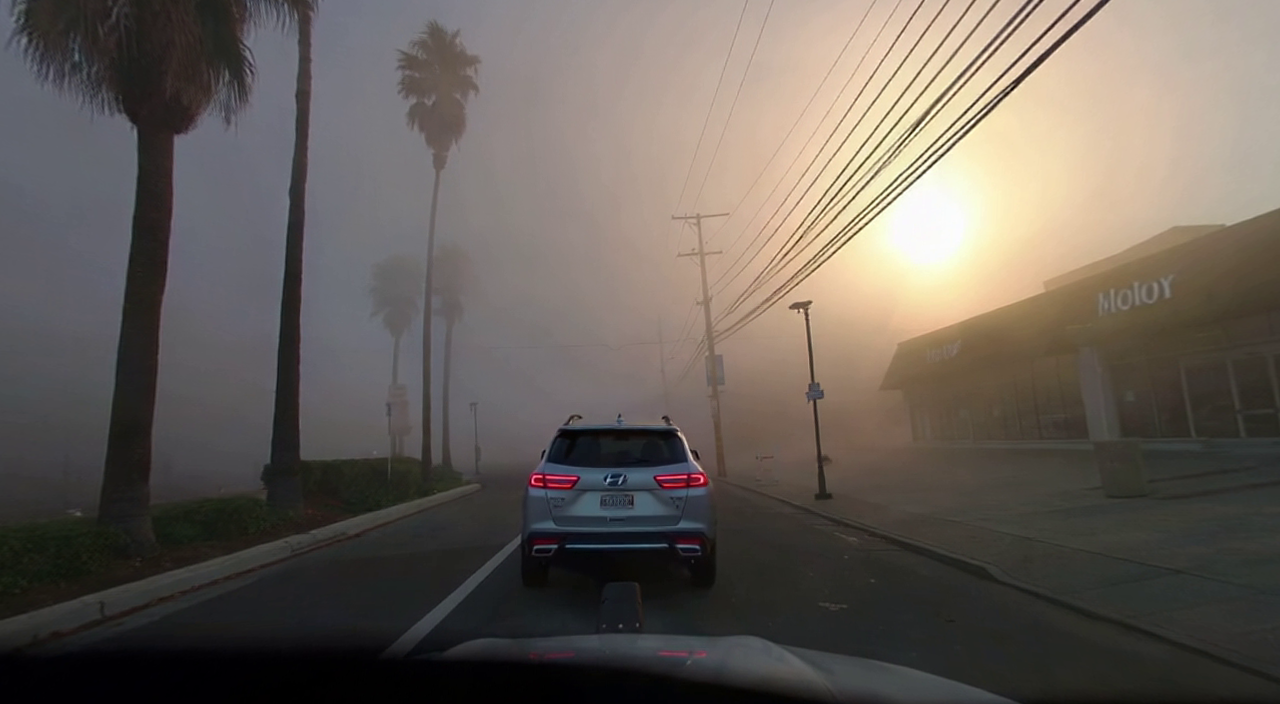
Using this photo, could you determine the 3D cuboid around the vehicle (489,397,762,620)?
[{"bbox_3d":[-0.196,1.482,6.849,2.105,1.702,3.750,0,-8,-3],"label":"vehicle"}]
